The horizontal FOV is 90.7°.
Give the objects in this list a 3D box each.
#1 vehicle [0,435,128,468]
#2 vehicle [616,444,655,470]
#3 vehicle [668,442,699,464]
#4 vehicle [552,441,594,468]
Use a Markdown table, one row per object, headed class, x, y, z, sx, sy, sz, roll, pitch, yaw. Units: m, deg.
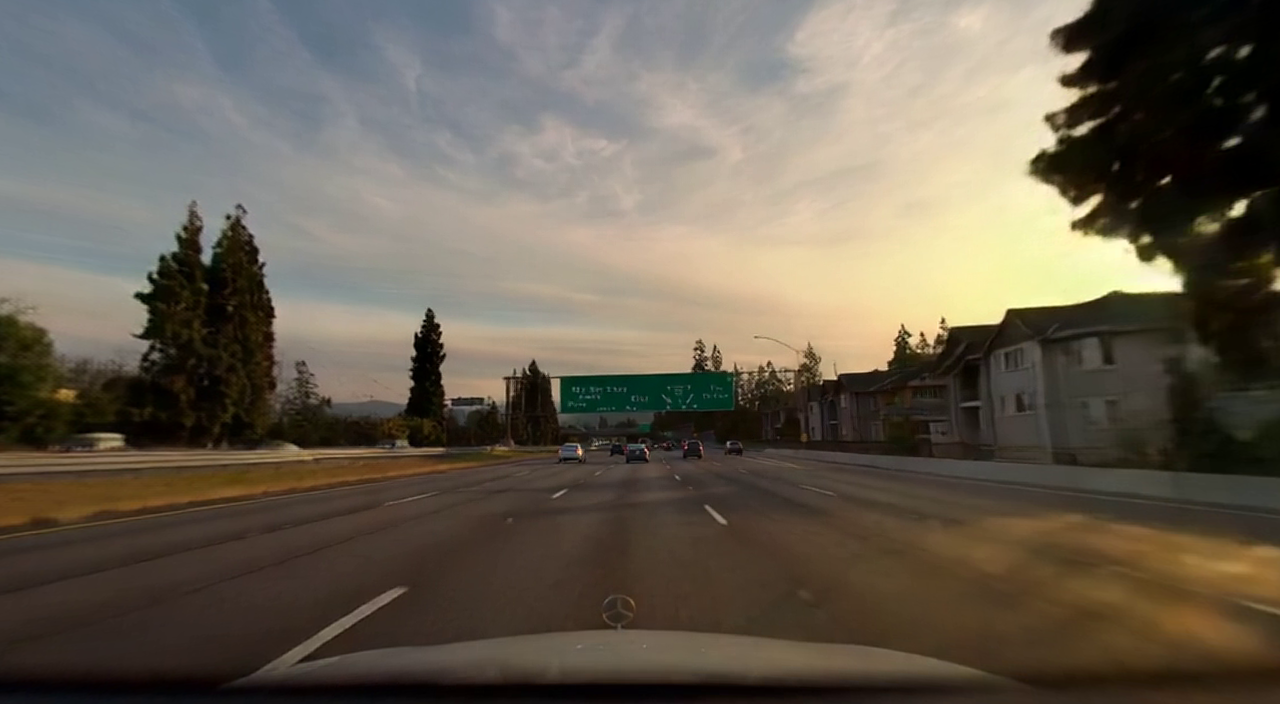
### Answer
| class | x | y | z | sx | sy | sz | roll | pitch | yaw |
| --- | --- | --- | --- | --- | --- | --- | --- | --- | --- |
| vehicle | -34.984 | 6.064 | 38.660 | 2.752 | 1.885 | 5.571 | 0 | -9 | 0 |
| vehicle | -0.269 | 6.261 | 37.899 | 2.146 | 1.485 | 4.332 | 0 | -9 | 0 |
| vehicle | 3.312 | 7.770 | 48.857 | 2.084 | 1.624 | 3.935 | 0 | -9 | -1 |
| vehicle | -4.462 | 6.909 | 42.766 | 2.260 | 1.706 | 4.177 | 0 | -9 | 1 |
